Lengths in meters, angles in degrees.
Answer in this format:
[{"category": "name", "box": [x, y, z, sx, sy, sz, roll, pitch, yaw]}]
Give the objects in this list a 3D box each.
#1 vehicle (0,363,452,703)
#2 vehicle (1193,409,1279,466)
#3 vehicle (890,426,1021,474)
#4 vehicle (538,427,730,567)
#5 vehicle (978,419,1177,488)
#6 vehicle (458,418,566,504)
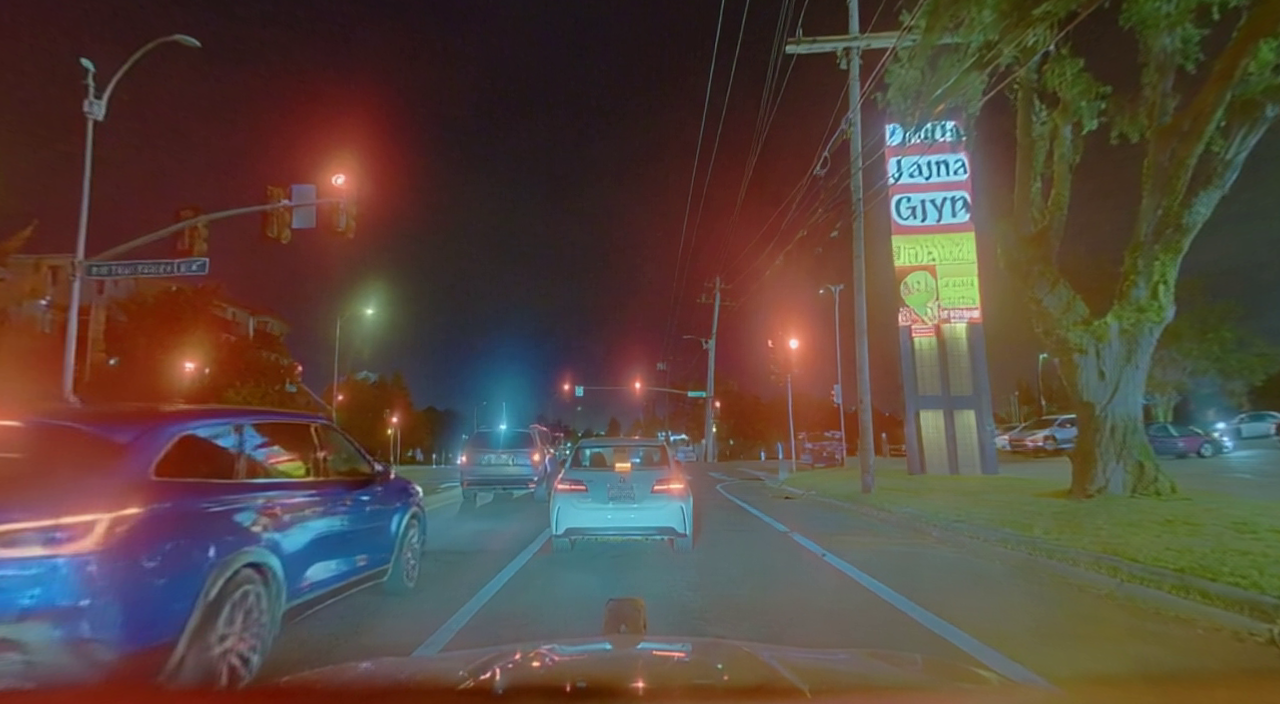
[{"category": "vehicle", "box": [-2.930, 1.165, 4.448, 2.003, 1.681, 3.878, 0, -8, 0]}, {"category": "vehicle", "box": [18.723, 2.551, 18.682, 4.446, 1.511, 1.977, 4, -10, -29]}, {"category": "vehicle", "box": [10.638, 3.349, 21.724, 1.842, 1.471, 4.481, 1, -8, -5]}, {"category": "vehicle", "box": [-0.154, 1.871, 8.963, 2.070, 1.481, 4.216, 0, -8, -3]}, {"category": "vehicle", "box": [10.523, 2.490, 15.678, 1.888, 1.455, 4.268, 0, -8, 0]}, {"category": "vehicle", "box": [-3.038, 2.690, 15.986, 2.106, 1.852, 4.512, 0, -8, -4]}]
